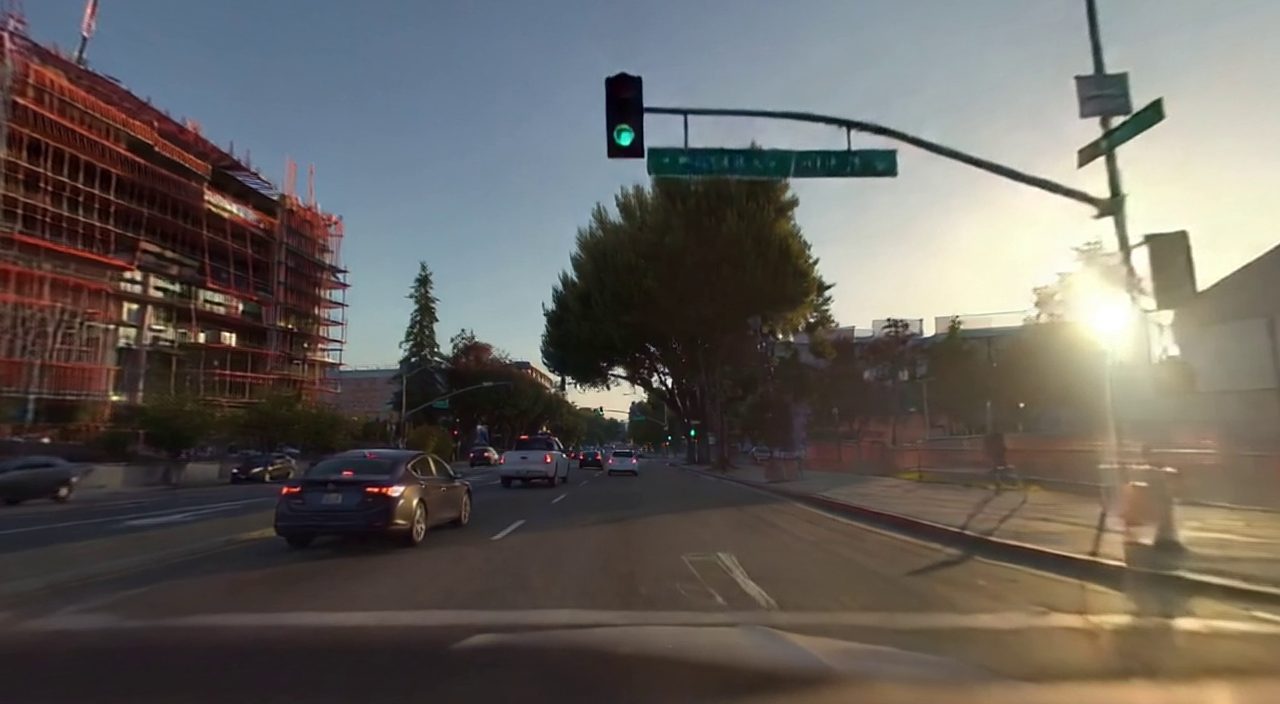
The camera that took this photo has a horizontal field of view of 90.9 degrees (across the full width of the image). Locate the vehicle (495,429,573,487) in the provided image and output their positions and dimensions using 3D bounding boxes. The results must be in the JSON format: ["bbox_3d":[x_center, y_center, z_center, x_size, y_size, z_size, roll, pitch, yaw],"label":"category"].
[{"bbox_3d":[-4.051,4.151,24.928,2.240,2.054,4.662,0,-9,0],"label":"vehicle"}]

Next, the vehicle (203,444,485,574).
[{"bbox_3d":[-3.806,2.069,9.223,1.959,1.406,4.527,0,-9,-1],"label":"vehicle"}]

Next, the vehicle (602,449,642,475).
[{"bbox_3d":[-0.983,6.311,36.412,2.171,1.422,4.146,0,-9,-1],"label":"vehicle"}]
